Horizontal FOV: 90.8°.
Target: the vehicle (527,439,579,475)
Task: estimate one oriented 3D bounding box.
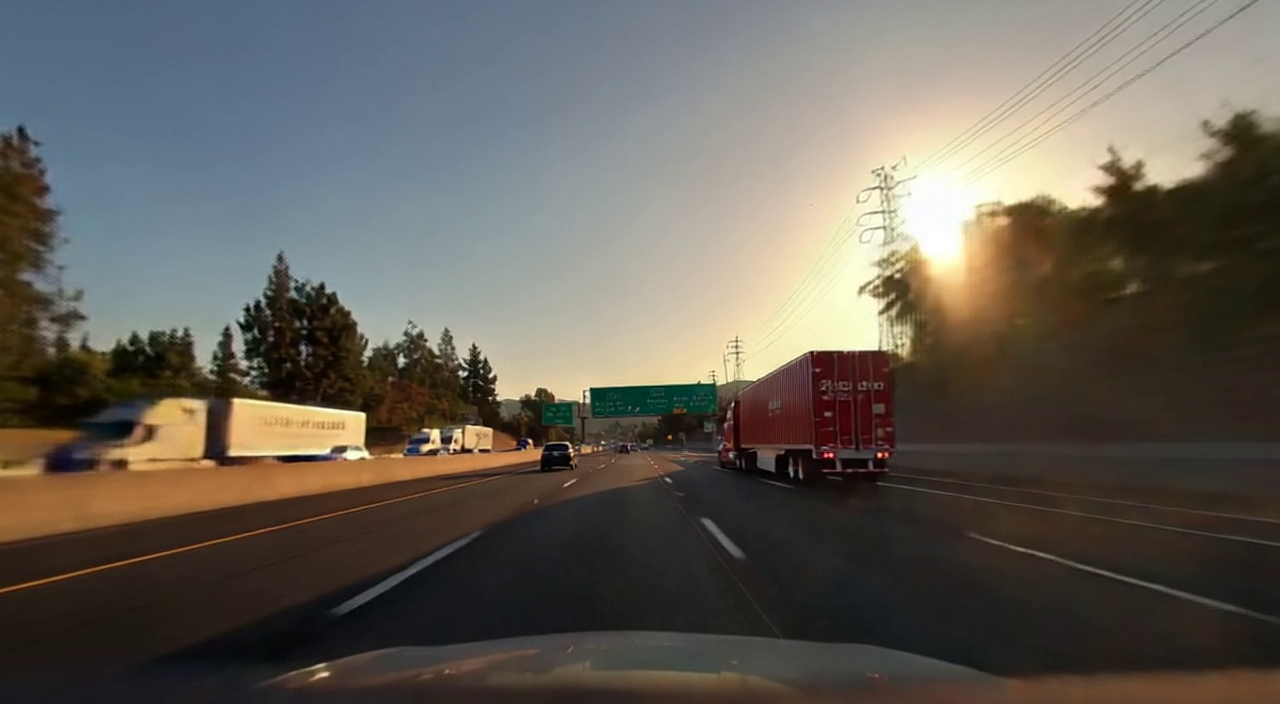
[{"bbox_3d":[-4.290,5.288,31.935,2.027,1.651,4.099,0,-9,0],"label":"vehicle"}]

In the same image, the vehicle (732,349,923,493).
[{"bbox_3d":[6.601,3.184,26.356,2.919,4.195,15.833,0,-9,-1],"label":"vehicle"}]

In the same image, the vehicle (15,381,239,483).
[{"bbox_3d":[-21.185,3.501,26.989,3.026,3.740,7.644,0,-9,0],"label":"vehicle"}]

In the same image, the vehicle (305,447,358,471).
[{"bbox_3d":[-17.918,6.190,36.827,1.449,1.325,3.238,0,-9,0],"label":"vehicle"}]
